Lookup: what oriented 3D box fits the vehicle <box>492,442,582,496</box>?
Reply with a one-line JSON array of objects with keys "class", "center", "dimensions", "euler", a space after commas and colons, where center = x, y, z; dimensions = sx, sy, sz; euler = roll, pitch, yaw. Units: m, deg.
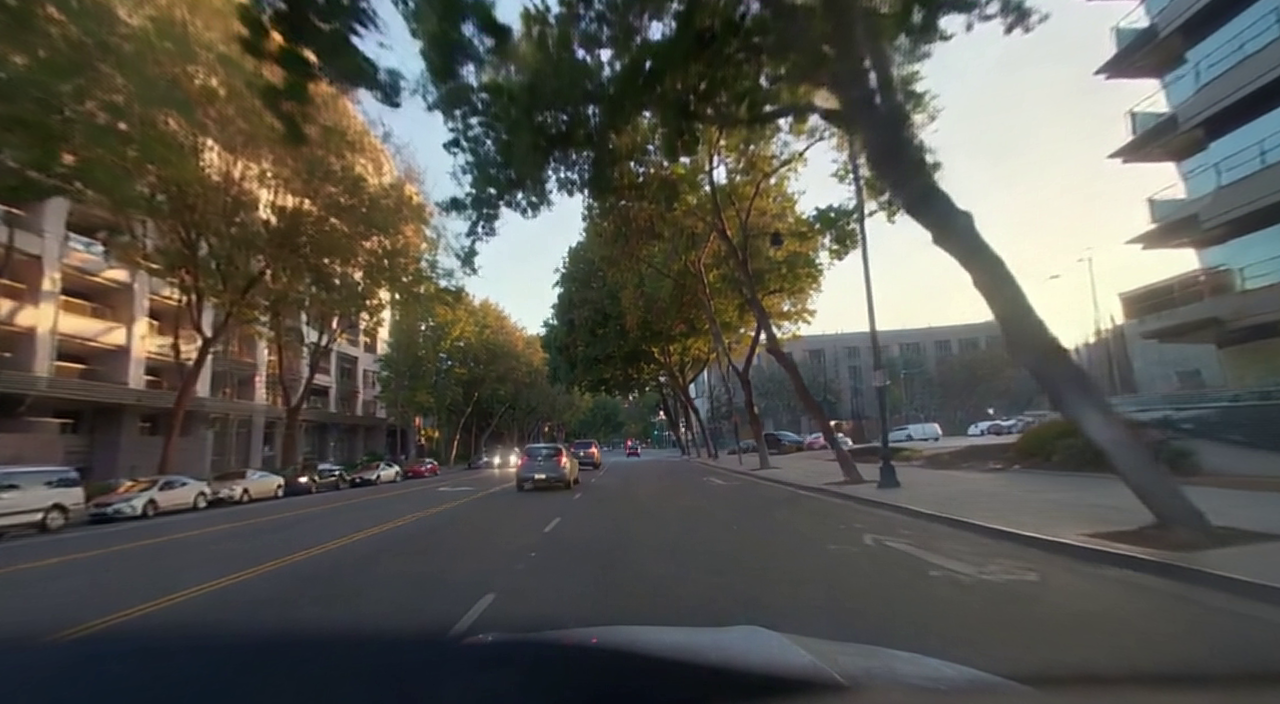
[{"class": "vehicle", "center": [-3.030, 3.527, 19.549], "dimensions": [2.051, 1.454, 4.132], "euler": [0, -8, 0]}]

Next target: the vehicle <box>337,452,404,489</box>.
[{"class": "vehicle", "center": [-16.364, 7.175, 38.583], "dimensions": [2.079, 1.847, 4.592], "euler": [-5, -8, -1]}]

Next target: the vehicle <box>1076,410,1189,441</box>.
[{"class": "vehicle", "center": [25.308, 3.822, 32.561], "dimensions": [4.215, 1.545, 1.897], "euler": [0, -8, 0]}]

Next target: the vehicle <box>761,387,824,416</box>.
[{"class": "vehicle", "center": [10.839, 3.571, 45.101], "dimensions": [3.826, 1.601, 1.807], "euler": [-5, -8, -6]}]

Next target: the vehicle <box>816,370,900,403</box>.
[{"class": "vehicle", "center": [11.595, 1.872, 33.795], "dimensions": [3.827, 1.556, 1.730], "euler": [-1, -9, -1]}]

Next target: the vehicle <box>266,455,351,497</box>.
[{"class": "vehicle", "center": [-16.275, 6.061, 31.330], "dimensions": [1.897, 1.805, 4.538], "euler": [0, -8, -3]}]

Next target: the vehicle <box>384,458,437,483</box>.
[{"class": "vehicle", "center": [-16.084, 8.311, 44.563], "dimensions": [2.021, 1.438, 4.616], "euler": [-3, -8, 0]}]

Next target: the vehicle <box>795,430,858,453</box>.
[{"class": "vehicle", "center": [12.343, 5.939, 41.978], "dimensions": [3.527, 1.496, 1.836], "euler": [0, -7, -4]}]

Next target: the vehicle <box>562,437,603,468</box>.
[{"class": "vehicle", "center": [-3.623, 6.440, 40.746], "dimensions": [2.190, 1.840, 4.720], "euler": [0, -8, 0]}]

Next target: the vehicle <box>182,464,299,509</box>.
[{"class": "vehicle", "center": [-15.989, 5.373, 25.653], "dimensions": [1.871, 1.485, 4.573], "euler": [0, -8, -2]}]

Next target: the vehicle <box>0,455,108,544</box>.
[{"class": "vehicle", "center": [-15.654, 3.541, 14.913], "dimensions": [2.129, 1.967, 4.907], "euler": [-4, -9, -4]}]

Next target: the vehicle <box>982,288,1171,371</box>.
[{"class": "vehicle", "center": [12.328, -0.592, 18.080], "dimensions": [3.932, 1.743, 1.695], "euler": [-5, -8, 3]}]

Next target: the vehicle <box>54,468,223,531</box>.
[{"class": "vehicle", "center": [-15.789, 4.615, 20.287], "dimensions": [1.942, 1.431, 4.553], "euler": [-5, -8, -4]}]
